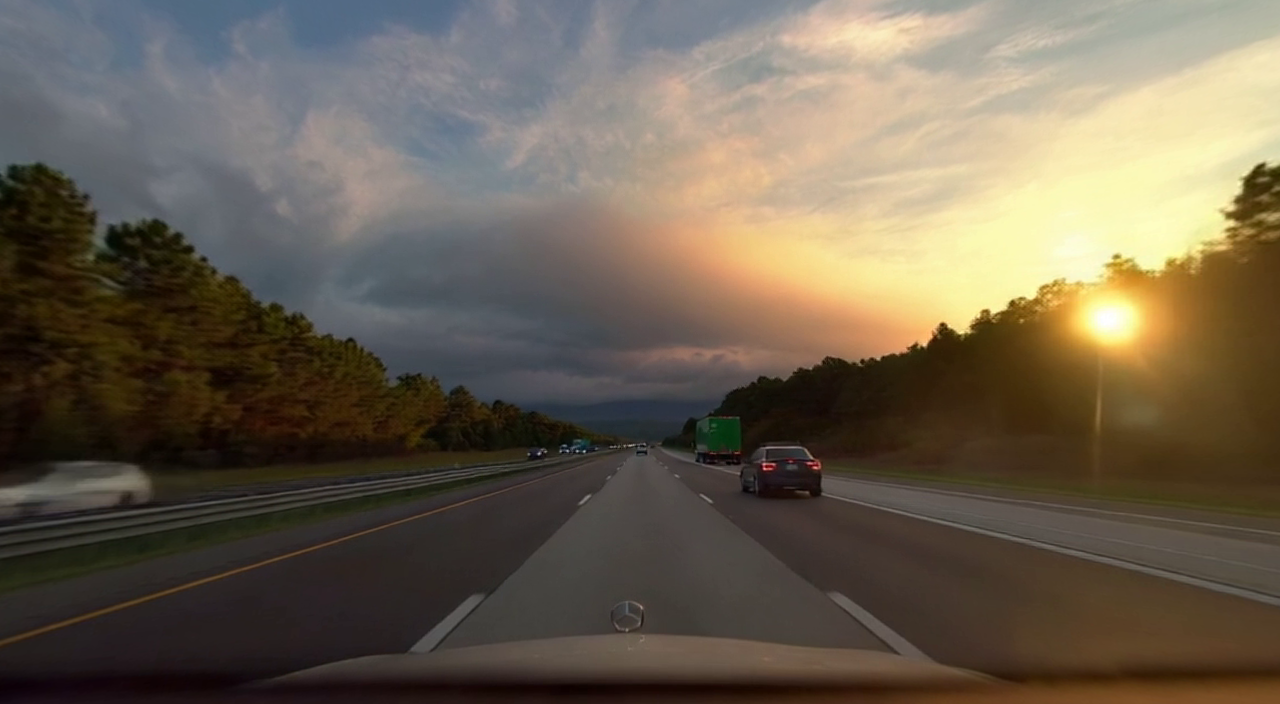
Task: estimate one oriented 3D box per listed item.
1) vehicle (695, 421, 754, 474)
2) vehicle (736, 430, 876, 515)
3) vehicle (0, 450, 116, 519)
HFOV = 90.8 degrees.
[{"bbox_3d":[4.351,5.071,33.477,2.300,2.564,5.643,0,-9,-1],"label":"vehicle"},{"bbox_3d":[3.497,2.628,14.159,2.019,1.601,3.953,0,-9,0],"label":"vehicle"},{"bbox_3d":[-15.075,3.032,14.616,1.844,1.502,4.706,0,-9,-1],"label":"vehicle"}]
